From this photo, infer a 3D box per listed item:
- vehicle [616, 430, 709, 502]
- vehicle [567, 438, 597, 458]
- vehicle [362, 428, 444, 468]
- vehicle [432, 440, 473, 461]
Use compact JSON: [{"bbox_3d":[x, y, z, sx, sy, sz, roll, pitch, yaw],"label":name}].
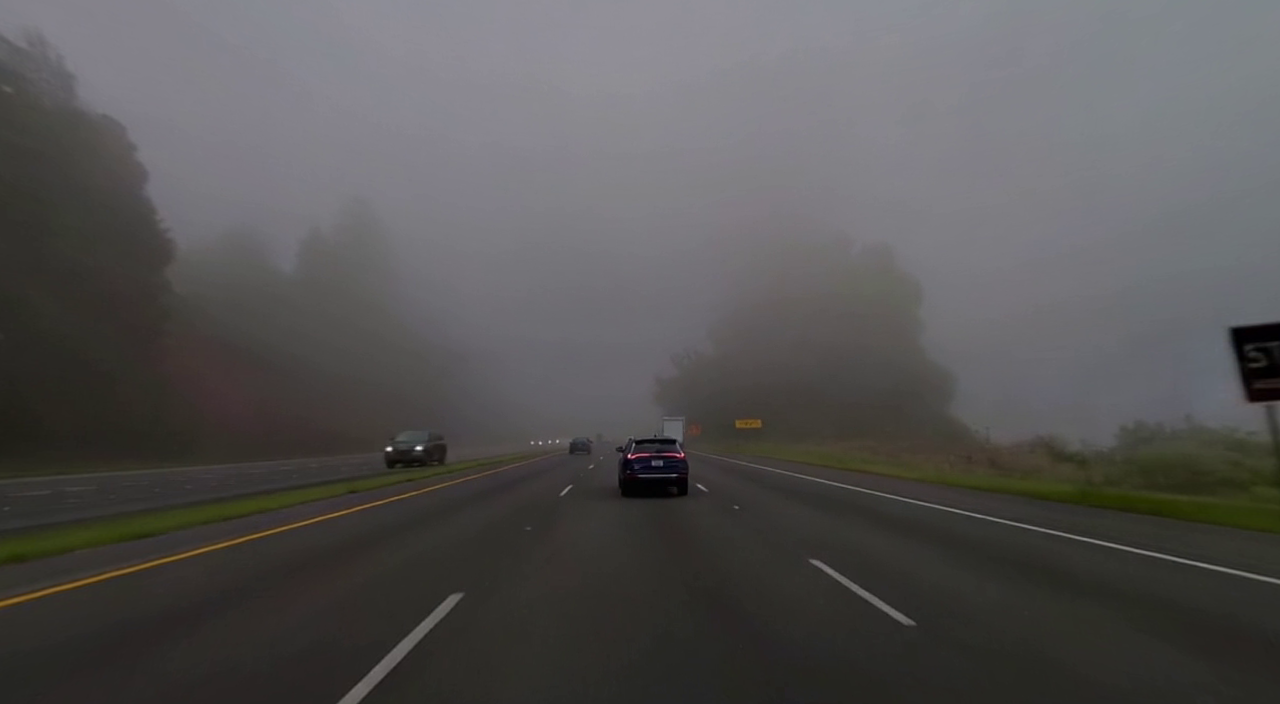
[{"bbox_3d":[0.388,2.720,15.685,1.961,1.495,4.743,0,-8,-2],"label":"vehicle"},{"bbox_3d":[-4.496,7.491,49.540,2.055,1.466,4.317,0,-8,-1],"label":"vehicle"},{"bbox_3d":[-11.778,4.794,31.715,2.296,1.836,4.901,0,-8,-1],"label":"vehicle"},{"bbox_3d":[-14.532,7.613,48.981,1.799,1.458,4.337,0,-8,1],"label":"vehicle"}]
